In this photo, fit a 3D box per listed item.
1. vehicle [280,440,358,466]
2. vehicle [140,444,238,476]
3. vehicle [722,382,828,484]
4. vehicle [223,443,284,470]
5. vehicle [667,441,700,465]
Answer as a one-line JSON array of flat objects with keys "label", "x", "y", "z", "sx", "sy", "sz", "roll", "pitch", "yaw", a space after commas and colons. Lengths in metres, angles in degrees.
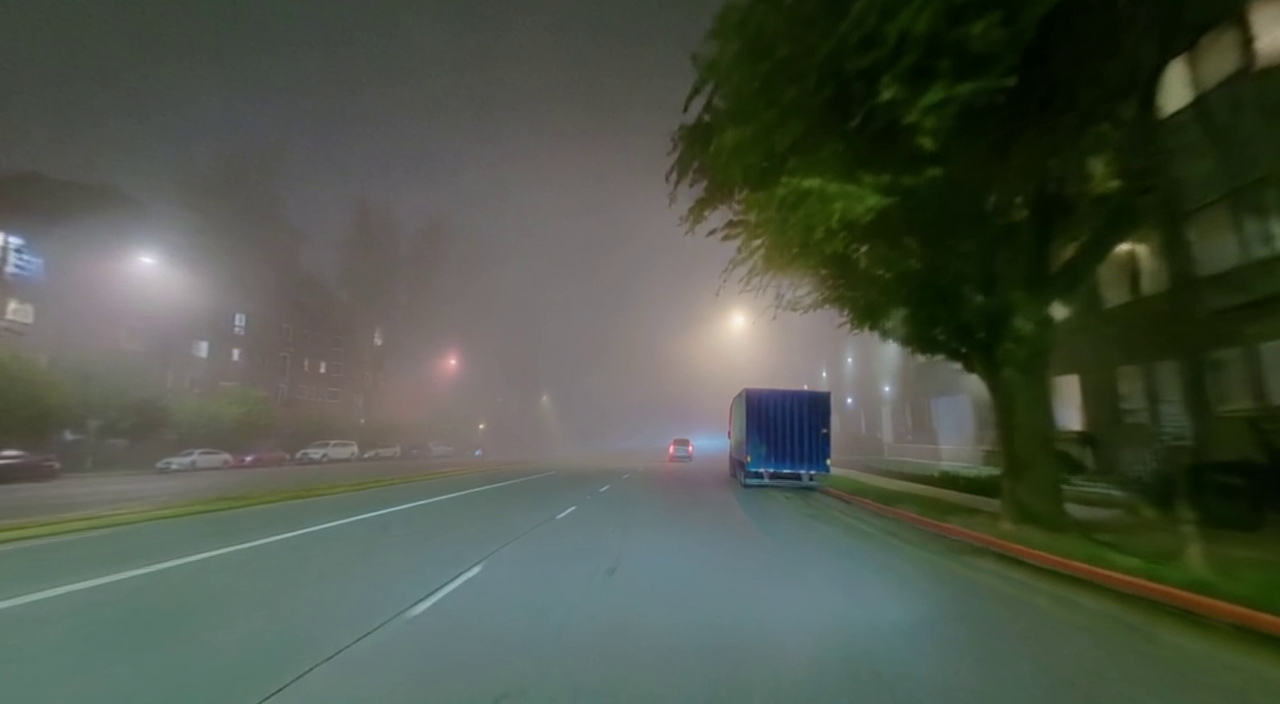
[{"label": "vehicle", "x": -22.696, "y": 7.161, "z": 44.852, "sx": 2.242, "sy": 1.693, "sz": 5.560, "roll": -2, "pitch": -9, "yaw": 6}, {"label": "vehicle", "x": -23.724, "y": 5.666, "z": 33.373, "sx": 2.015, "sy": 1.446, "sz": 4.316, "roll": -2, "pitch": -8, "yaw": 1}, {"label": "vehicle", "x": 4.929, "y": 3.251, "z": 24.790, "sx": 2.945, "sy": 3.277, "sz": 8.473, "roll": -1, "pitch": -8, "yaw": 5}, {"label": "vehicle", "x": -23.460, "y": 6.350, "z": 38.332, "sx": 1.659, "sy": 1.570, "sz": 2.845, "roll": -1, "pitch": -8, "yaw": 6}, {"label": "vehicle", "x": 2.690, "y": 6.103, "z": 38.177, "sx": 1.871, "sy": 1.370, "sz": 4.206, "roll": -1, "pitch": -8, "yaw": 6}]
